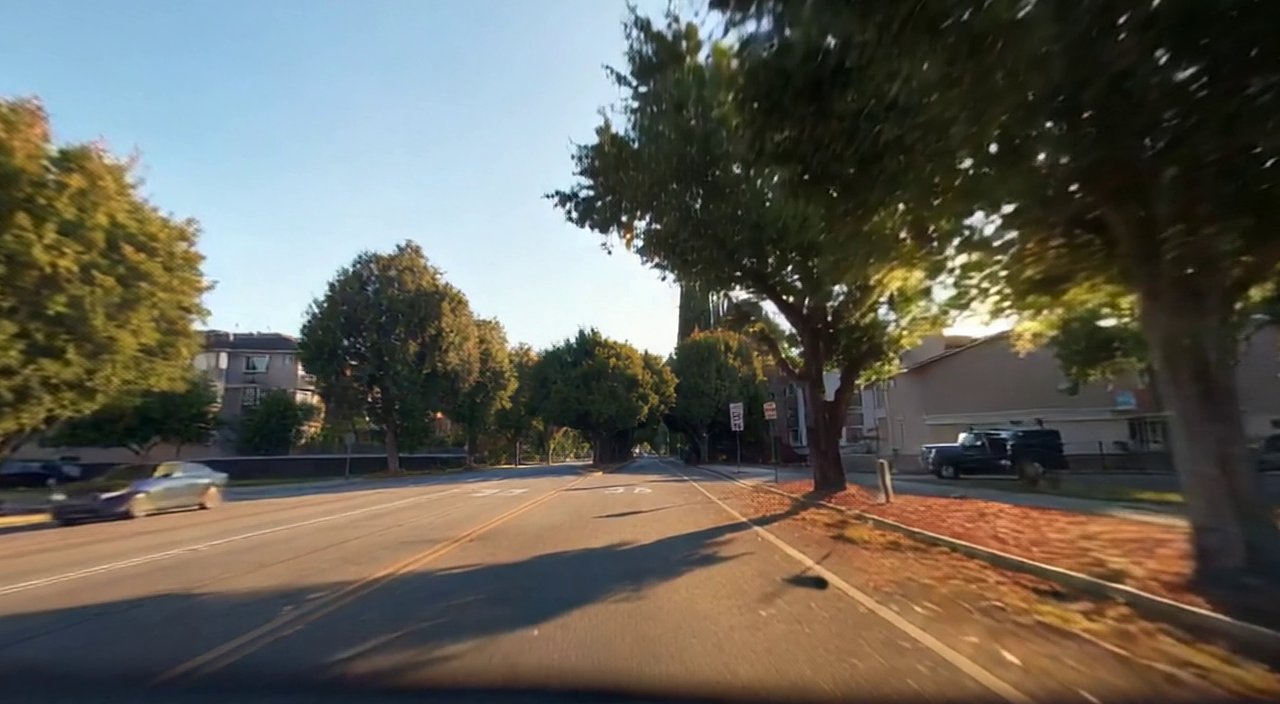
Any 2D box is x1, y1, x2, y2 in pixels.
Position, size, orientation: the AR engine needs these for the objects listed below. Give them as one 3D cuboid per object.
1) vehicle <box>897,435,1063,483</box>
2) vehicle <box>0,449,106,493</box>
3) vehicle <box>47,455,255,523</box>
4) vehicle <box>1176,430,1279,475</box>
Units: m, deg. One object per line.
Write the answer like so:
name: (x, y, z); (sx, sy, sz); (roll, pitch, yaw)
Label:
vehicle: (11.434, 3.621, 21.620); (1.809, 1.432, 4.629); (5, -10, -31)
vehicle: (-32.315, 6.421, 34.438); (1.990, 2.165, 4.424); (-2, -9, 13)
vehicle: (-13.182, 3.678, 17.544); (1.972, 1.551, 4.755); (0, -9, 0)
vehicle: (22.893, 3.587, 22.761); (1.866, 1.483, 4.910); (1, -11, -30)
